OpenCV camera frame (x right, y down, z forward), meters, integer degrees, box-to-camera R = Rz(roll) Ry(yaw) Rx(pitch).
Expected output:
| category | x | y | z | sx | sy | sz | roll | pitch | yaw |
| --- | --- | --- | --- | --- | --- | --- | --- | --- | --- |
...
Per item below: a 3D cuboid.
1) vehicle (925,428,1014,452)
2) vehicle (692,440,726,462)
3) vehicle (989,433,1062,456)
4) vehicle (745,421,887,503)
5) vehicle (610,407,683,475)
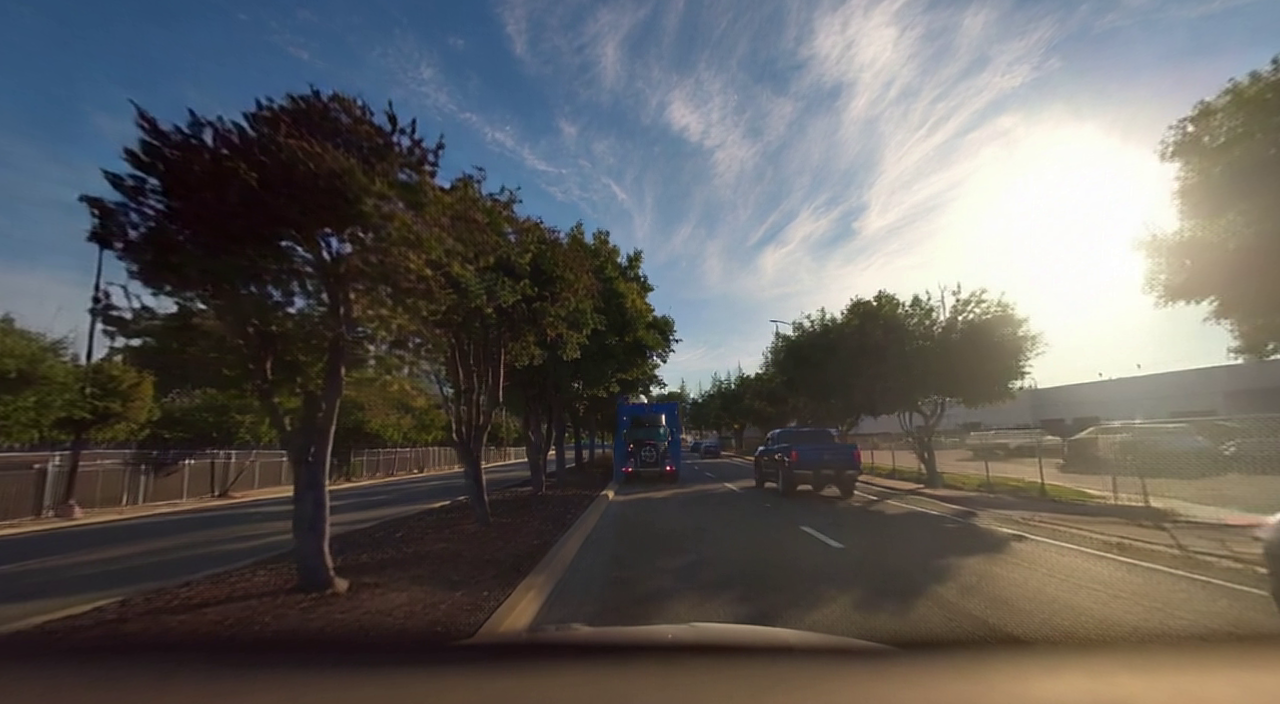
| category | x | y | z | sx | sy | sz | roll | pitch | yaw |
| --- | --- | --- | --- | --- | --- | --- | --- | --- | --- |
| vehicle | 22.655 | 6.087 | 43.464 | 4.995 | 1.543 | 1.899 | -1 | -11 | 1 |
| vehicle | 5.342 | 7.749 | 49.429 | 2.076 | 1.661 | 4.524 | 0 | -8 | 0 |
| vehicle | 23.007 | 5.546 | 37.678 | 3.251 | 1.321 | 1.555 | 0 | -9 | -1 |
| vehicle | 4.453 | 2.880 | 16.985 | 2.375 | 1.857 | 5.100 | 0 | -8 | 0 |
| vehicle | 0.415 | 4.434 | 31.369 | 3.197 | 2.963 | 7.055 | 0 | -8 | 2 |
